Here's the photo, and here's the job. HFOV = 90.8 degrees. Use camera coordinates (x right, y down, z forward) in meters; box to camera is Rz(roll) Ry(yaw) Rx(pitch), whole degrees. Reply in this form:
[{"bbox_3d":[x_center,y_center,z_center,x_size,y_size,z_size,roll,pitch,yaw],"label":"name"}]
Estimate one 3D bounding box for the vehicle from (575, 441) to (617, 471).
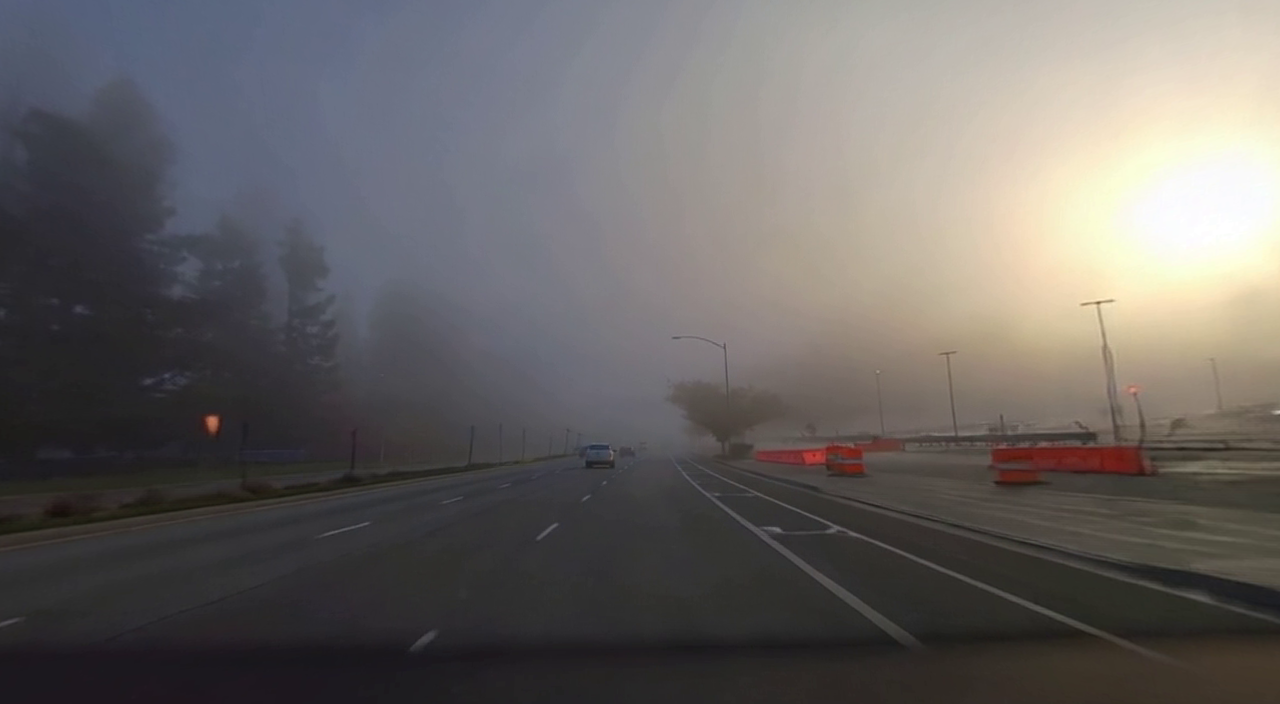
[{"bbox_3d":[-2.539,6.113,37.473,2.121,1.654,3.993,0,-8,1],"label":"vehicle"}]
